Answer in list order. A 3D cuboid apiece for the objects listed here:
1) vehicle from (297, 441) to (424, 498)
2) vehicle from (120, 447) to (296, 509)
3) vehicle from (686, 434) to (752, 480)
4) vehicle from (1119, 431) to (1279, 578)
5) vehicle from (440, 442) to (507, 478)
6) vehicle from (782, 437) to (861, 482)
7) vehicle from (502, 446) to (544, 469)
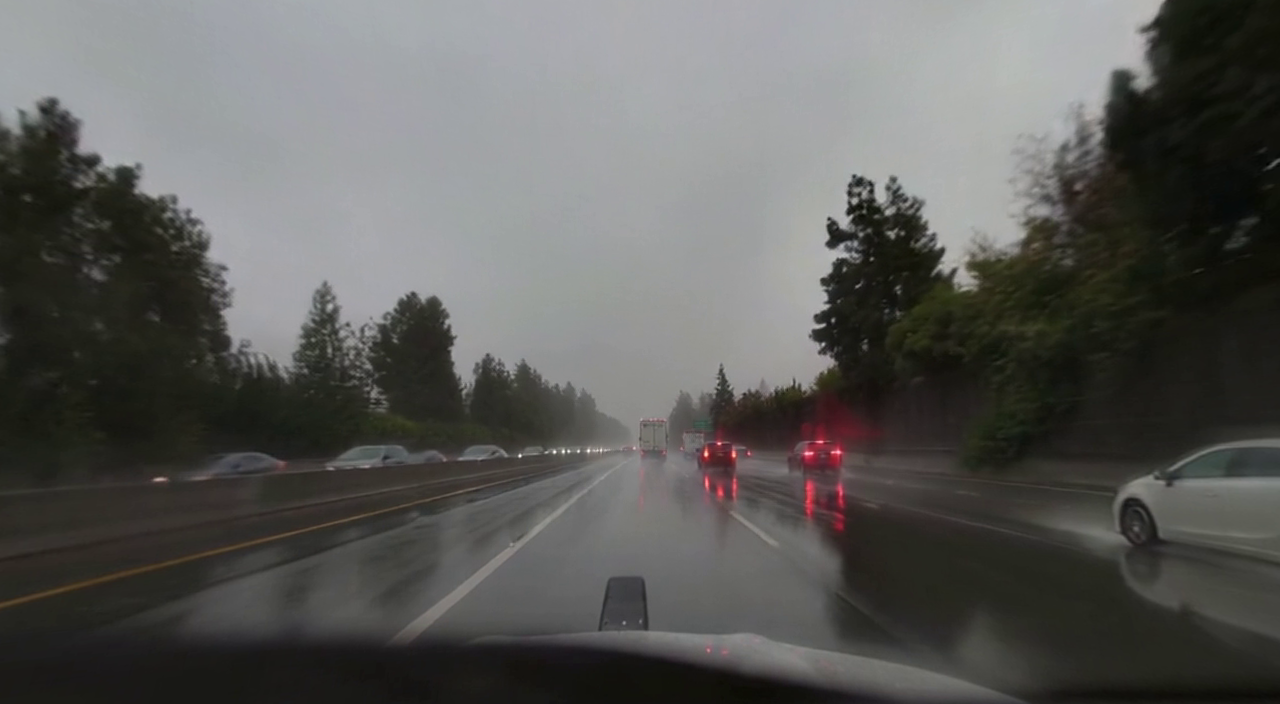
[{"bbox_3d":[-8.587,3.609,19.885,1.963,1.571,4.318,0,-8,1],"label":"vehicle"},{"bbox_3d":[-12.391,3.603,18.554,1.930,1.549,4.442,0,-8,2],"label":"vehicle"},{"bbox_3d":[3.432,4.650,28.250,2.209,1.862,4.717,0,-8,-2],"label":"vehicle"},{"bbox_3d":[7.552,1.504,6.092,2.022,1.488,4.817,0,-8,-1],"label":"vehicle"},{"bbox_3d":[-7.963,5.203,30.609,1.997,1.600,4.277,0,-8,1],"label":"vehicle"},{"bbox_3d":[7.491,4.469,26.499,1.976,1.703,4.288,0,-8,-1],"label":"vehicle"},{"bbox_3d":[-8.056,7.304,43.883,1.958,1.503,4.671,0,-8,1],"label":"vehicle"}]
